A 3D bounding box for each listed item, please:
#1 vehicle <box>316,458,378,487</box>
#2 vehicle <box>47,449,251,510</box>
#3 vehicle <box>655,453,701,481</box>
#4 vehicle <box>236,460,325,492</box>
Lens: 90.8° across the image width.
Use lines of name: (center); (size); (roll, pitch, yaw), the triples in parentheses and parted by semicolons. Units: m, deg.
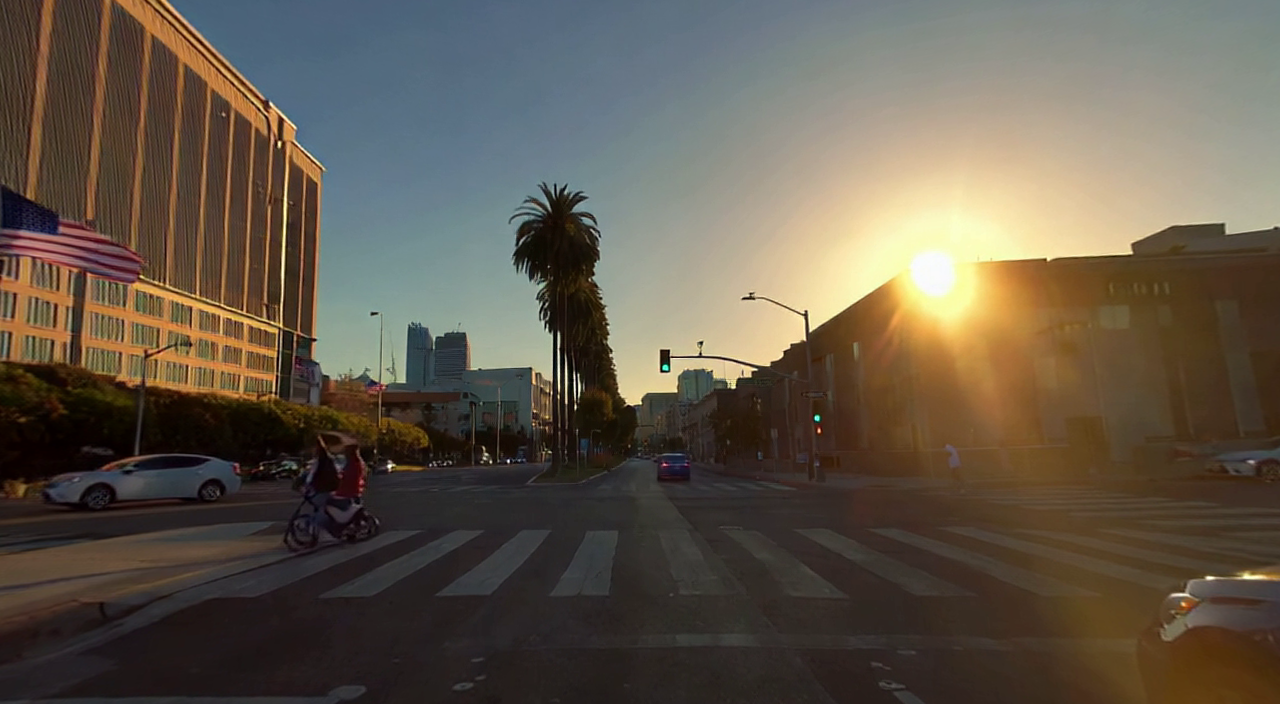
vehicle: (-20.089, 8.248, 43.499); (2.043, 1.745, 4.420); (0, -8, 1)
vehicle: (-14.497, 3.742, 19.055); (4.499, 1.594, 1.898); (4, -10, -28)
vehicle: (2.217, 6.889, 38.119); (2.000, 1.525, 4.273); (1, -8, -6)
vehicle: (-19.940, 6.898, 35.341); (2.069, 1.540, 4.774); (0, -8, 1)
